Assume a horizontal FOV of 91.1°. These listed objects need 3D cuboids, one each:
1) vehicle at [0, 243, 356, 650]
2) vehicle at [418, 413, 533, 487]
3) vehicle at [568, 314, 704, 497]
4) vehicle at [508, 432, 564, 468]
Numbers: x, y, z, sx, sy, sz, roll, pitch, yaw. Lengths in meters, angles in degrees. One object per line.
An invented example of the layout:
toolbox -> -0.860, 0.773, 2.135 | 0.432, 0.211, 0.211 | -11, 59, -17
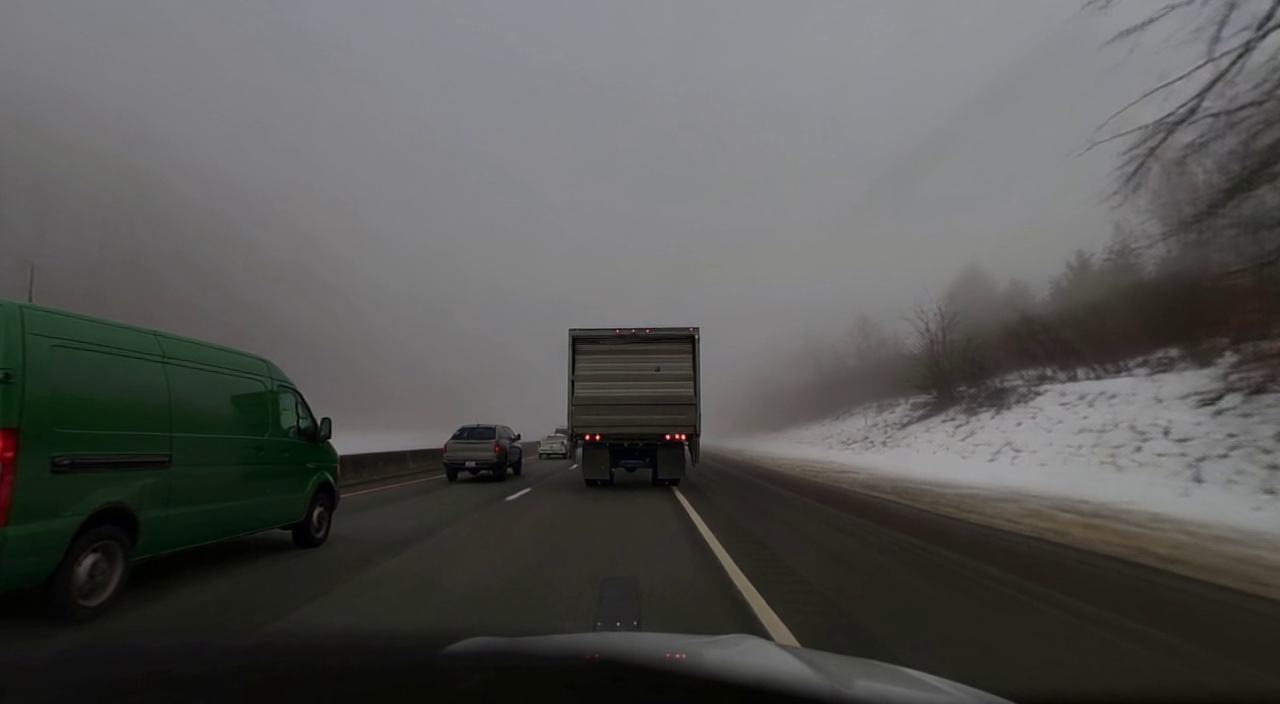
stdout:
vehicle -> -5.249, 0.878, 6.055 | 2.478, 2.515, 5.438 | 0, -8, -1
vehicle -> -4.860, 2.983, 19.447 | 2.168, 1.985, 4.952 | 0, -8, 0
vehicle -> -0.213, 1.820, 18.882 | 2.953, 4.041, 10.072 | 0, -8, -1
vehicle -> -4.856, 4.617, 29.948 | 1.931, 1.539, 4.441 | 0, -8, 0
